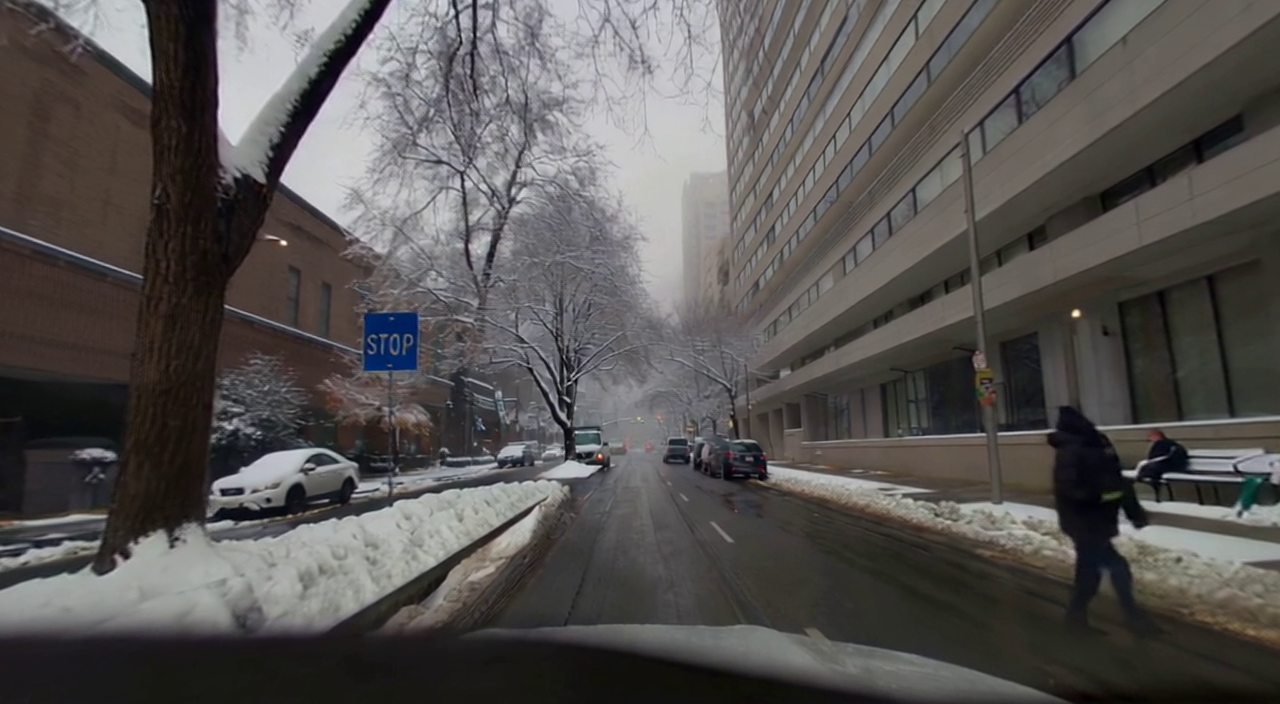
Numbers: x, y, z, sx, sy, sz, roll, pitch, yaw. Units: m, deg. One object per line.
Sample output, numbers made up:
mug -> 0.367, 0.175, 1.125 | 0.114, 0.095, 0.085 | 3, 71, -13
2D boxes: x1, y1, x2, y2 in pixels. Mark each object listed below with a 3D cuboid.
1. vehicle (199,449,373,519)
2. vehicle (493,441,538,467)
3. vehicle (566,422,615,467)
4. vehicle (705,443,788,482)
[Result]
vehicle -> -8.794, 3.274, 16.254 | 2.007, 1.503, 4.343 | 0, -8, -1
vehicle -> -8.870, 7.288, 45.290 | 2.256, 1.802, 4.333 | 0, -8, 2
vehicle -> -2.989, 5.805, 39.832 | 2.317, 2.596, 6.053 | 0, -8, 3
vehicle -> 4.584, 4.597, 26.701 | 1.858, 1.491, 4.329 | -5, -10, 33
